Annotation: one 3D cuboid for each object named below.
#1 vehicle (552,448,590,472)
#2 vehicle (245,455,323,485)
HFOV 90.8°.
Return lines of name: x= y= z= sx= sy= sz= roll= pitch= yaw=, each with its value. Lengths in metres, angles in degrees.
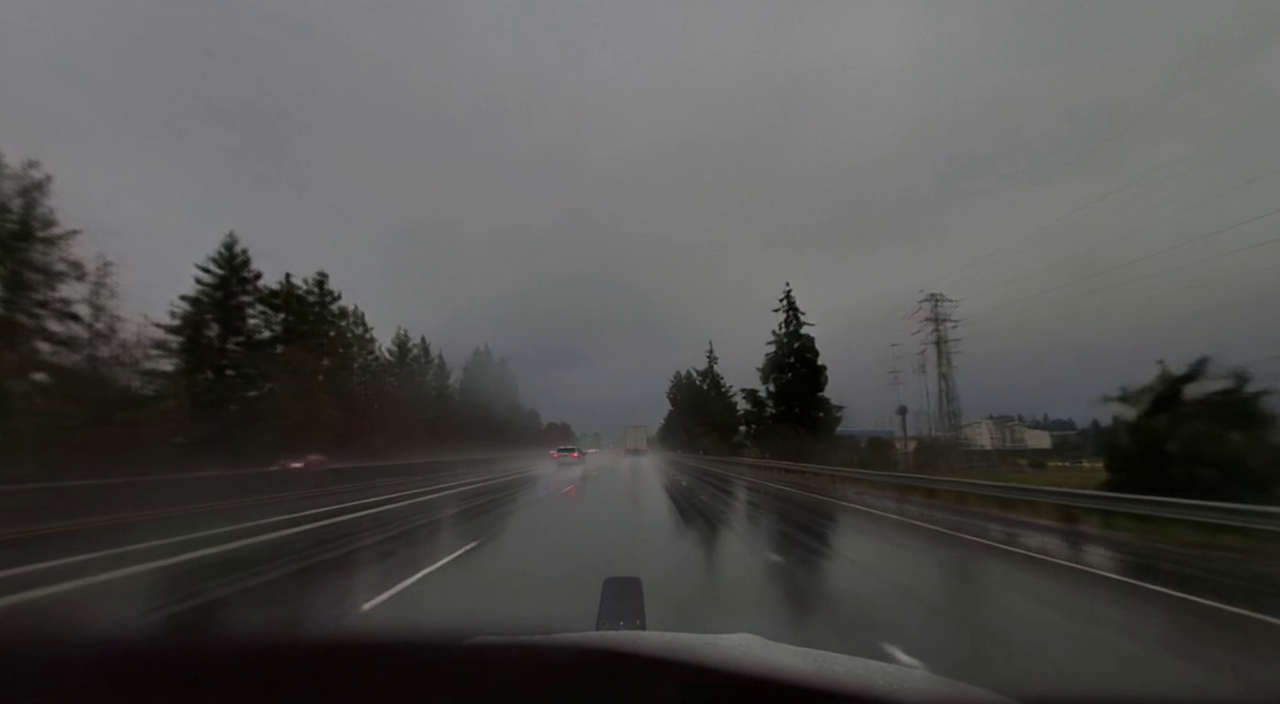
vehicle: x=-4.471 y=7.084 z=41.541 sx=2.106 sy=1.445 sz=4.404 roll=0 pitch=-9 yaw=-1
vehicle: x=-18.197 y=6.026 z=32.450 sx=1.811 sy=1.460 sz=3.662 roll=0 pitch=-9 yaw=0
